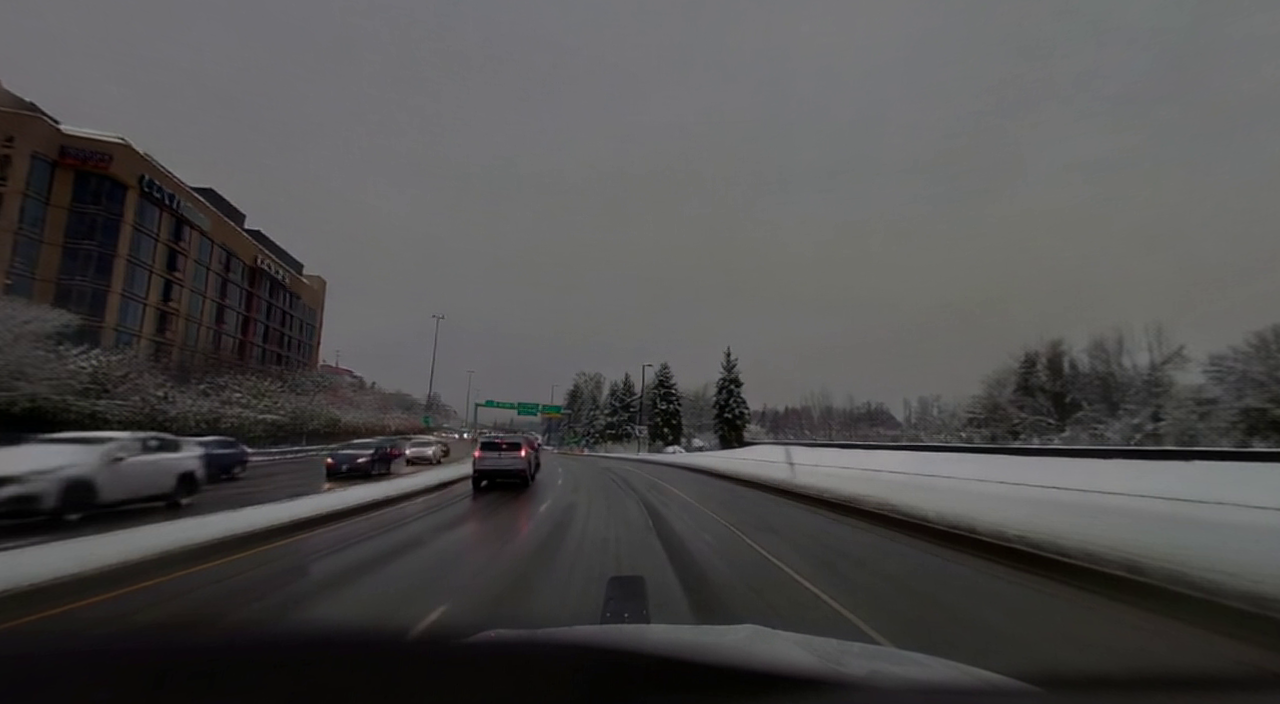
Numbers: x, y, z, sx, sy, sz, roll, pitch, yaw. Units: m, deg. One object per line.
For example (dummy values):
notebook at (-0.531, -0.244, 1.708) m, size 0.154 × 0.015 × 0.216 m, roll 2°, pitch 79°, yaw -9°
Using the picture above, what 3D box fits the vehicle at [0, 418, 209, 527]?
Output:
vehicle at (-11.028, 2.239, 12.240) m, size 2.028 × 1.675 × 4.870 m, roll 0°, pitch -9°, yaw -3°

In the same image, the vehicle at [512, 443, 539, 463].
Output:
vehicle at (-8.882, 7.841, 49.115) m, size 1.885 × 1.469 × 4.211 m, roll 1°, pitch -9°, yaw -9°

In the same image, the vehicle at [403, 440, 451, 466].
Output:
vehicle at (-13.282, 6.330, 39.569) m, size 1.957 × 1.514 × 4.528 m, roll 1°, pitch -9°, yaw -7°

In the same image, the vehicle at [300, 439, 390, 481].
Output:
vehicle at (-11.737, 4.295, 25.371) m, size 1.897 × 1.538 × 4.033 m, roll 0°, pitch -9°, yaw -4°
